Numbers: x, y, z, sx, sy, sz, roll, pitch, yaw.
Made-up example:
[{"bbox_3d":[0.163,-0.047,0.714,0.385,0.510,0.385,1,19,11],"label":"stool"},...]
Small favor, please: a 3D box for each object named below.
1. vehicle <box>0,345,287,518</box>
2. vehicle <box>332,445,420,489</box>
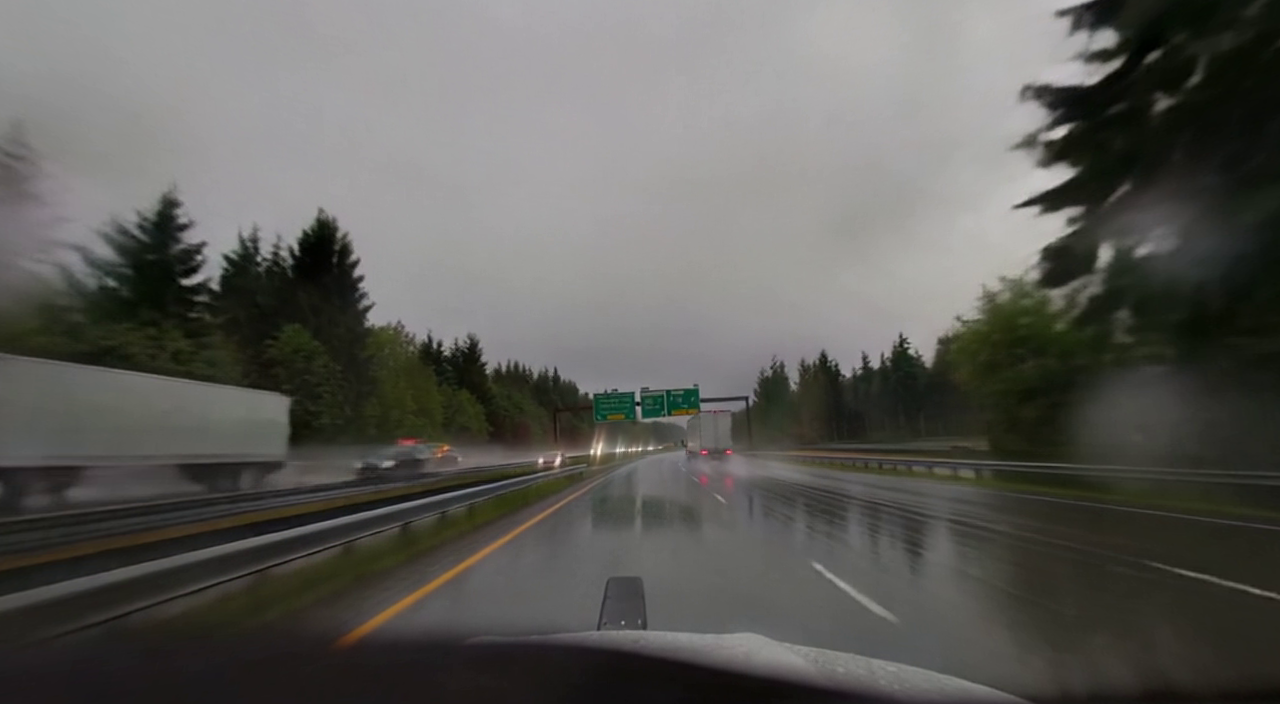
[{"bbox_3d":[-16.353,2.546,19.156,2.852,4.027,14.081,0,-9,1],"label":"vehicle"},{"bbox_3d":[-11.574,5.047,27.970,2.033,1.808,4.059,0,-9,1],"label":"vehicle"}]
